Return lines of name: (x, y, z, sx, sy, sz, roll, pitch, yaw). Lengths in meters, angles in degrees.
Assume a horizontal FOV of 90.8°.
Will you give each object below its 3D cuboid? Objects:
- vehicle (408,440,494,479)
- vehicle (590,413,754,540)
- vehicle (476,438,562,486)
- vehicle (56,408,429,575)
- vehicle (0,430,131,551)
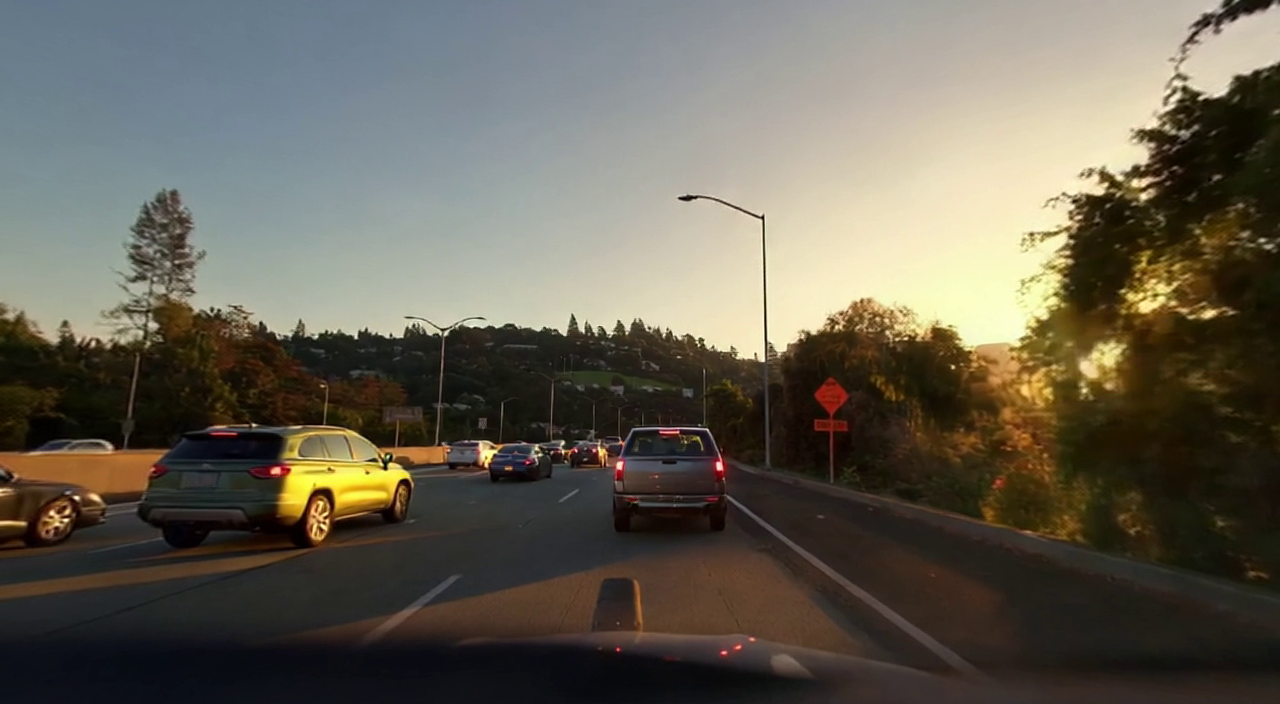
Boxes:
vehicle: (-7.626, 4.389, 25.962, 1.925, 1.454, 4.270, -1, -9, 5)
vehicle: (0.508, 2.042, 10.931, 2.235, 1.716, 4.435, -1, -9, 2)
vehicle: (-4.023, 3.718, 21.652, 1.868, 1.470, 4.105, -1, -9, 4)
vehicle: (-4.846, 1.758, 8.724, 2.076, 1.688, 4.334, -1, -9, 5)
vehicle: (-8.992, 1.692, 7.586, 1.892, 1.498, 4.417, -1, -9, 4)
